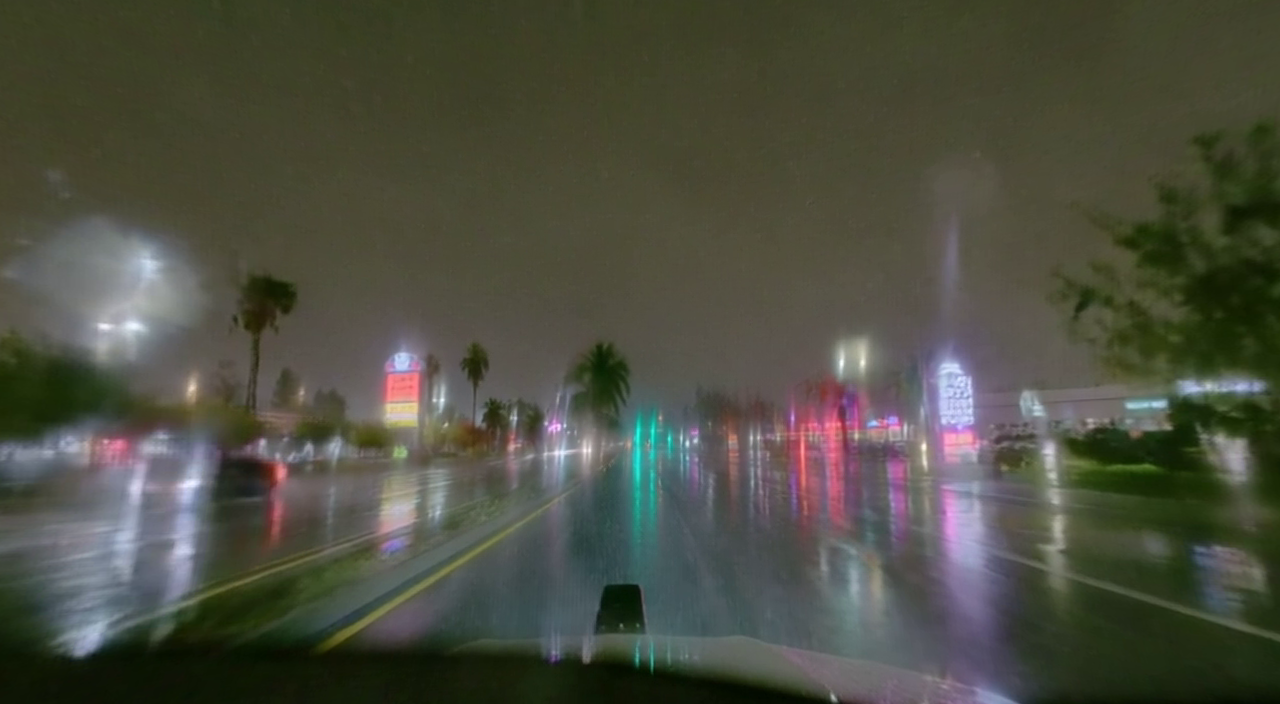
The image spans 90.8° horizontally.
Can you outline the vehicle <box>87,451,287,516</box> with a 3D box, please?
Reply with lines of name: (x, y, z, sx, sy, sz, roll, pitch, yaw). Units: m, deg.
vehicle: (-11.980, 3.462, 17.230, 2.015, 1.484, 4.651, 0, -8, -1)
